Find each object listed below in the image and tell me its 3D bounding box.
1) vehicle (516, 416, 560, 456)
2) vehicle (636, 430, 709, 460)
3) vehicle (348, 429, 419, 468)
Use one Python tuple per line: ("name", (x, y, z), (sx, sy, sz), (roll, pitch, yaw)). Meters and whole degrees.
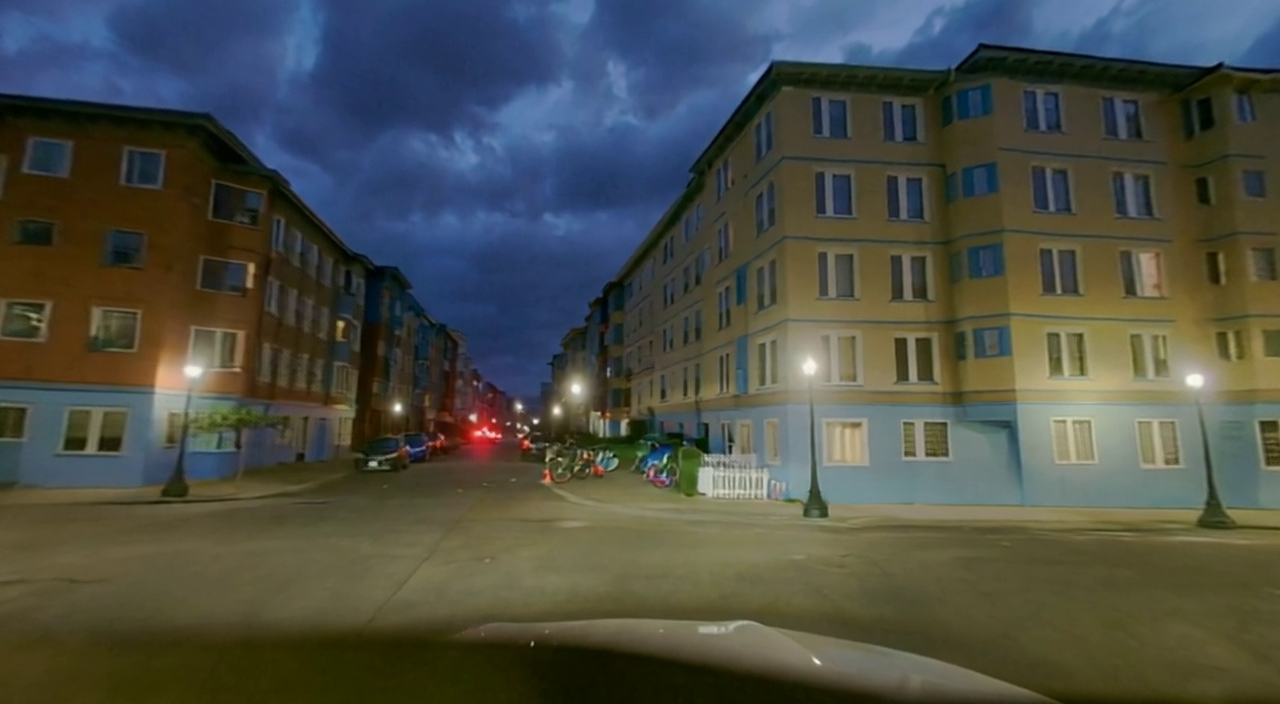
("vehicle", (-5.866, 4.774, 35.685), (2.072, 2.074, 4.358), (3, -8, -13))
("vehicle", (1.636, 4.732, 32.016), (3.404, 1.431, 1.641), (2, -8, -11))
("vehicle", (-10.302, 3.902, 25.533), (1.897, 1.431, 3.741), (2, -8, -10))
